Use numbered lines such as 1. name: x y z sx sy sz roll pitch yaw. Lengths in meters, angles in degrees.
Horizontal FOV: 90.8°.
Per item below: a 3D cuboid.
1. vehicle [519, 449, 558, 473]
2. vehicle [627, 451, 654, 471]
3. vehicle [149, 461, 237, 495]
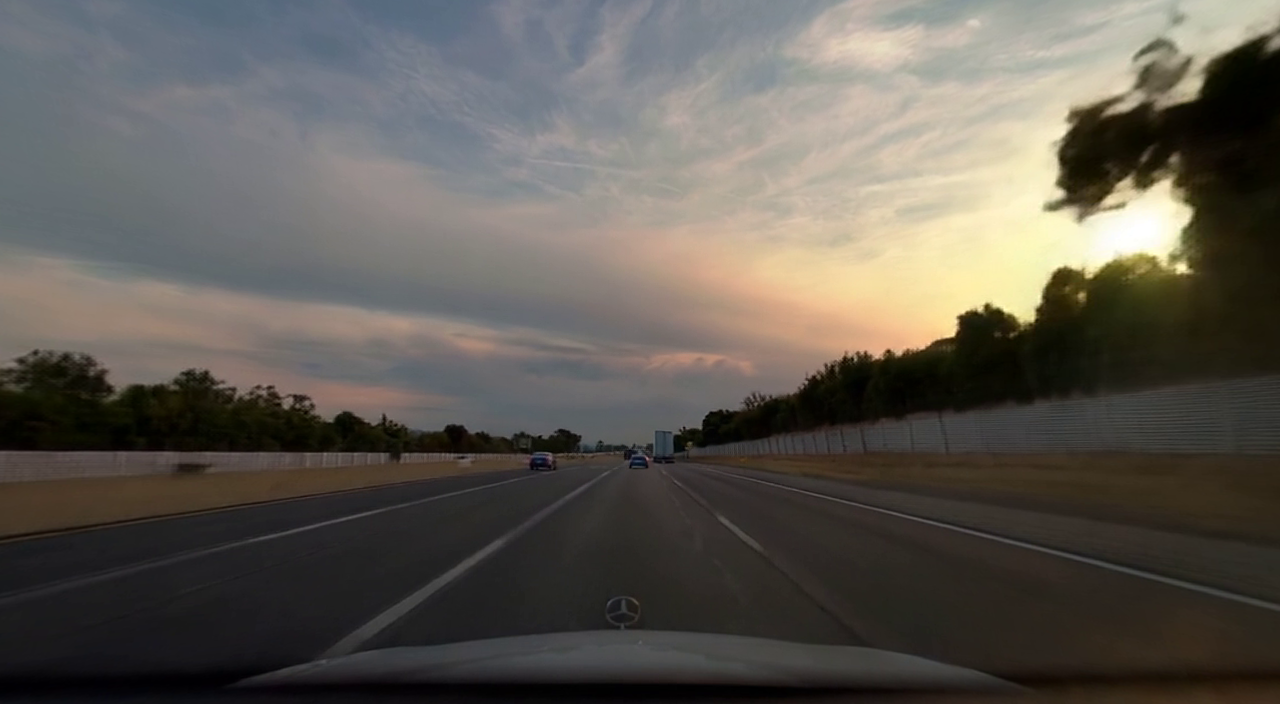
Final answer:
1. vehicle: -7.447 8.078 46.884 2.123 1.671 4.579 -1 -9 1
2. vehicle: 0.003 8.617 49.836 2.033 1.465 3.775 0 -9 0
3. vehicle: -20.324 5.700 28.871 1.636 1.361 3.409 0 -9 -3
